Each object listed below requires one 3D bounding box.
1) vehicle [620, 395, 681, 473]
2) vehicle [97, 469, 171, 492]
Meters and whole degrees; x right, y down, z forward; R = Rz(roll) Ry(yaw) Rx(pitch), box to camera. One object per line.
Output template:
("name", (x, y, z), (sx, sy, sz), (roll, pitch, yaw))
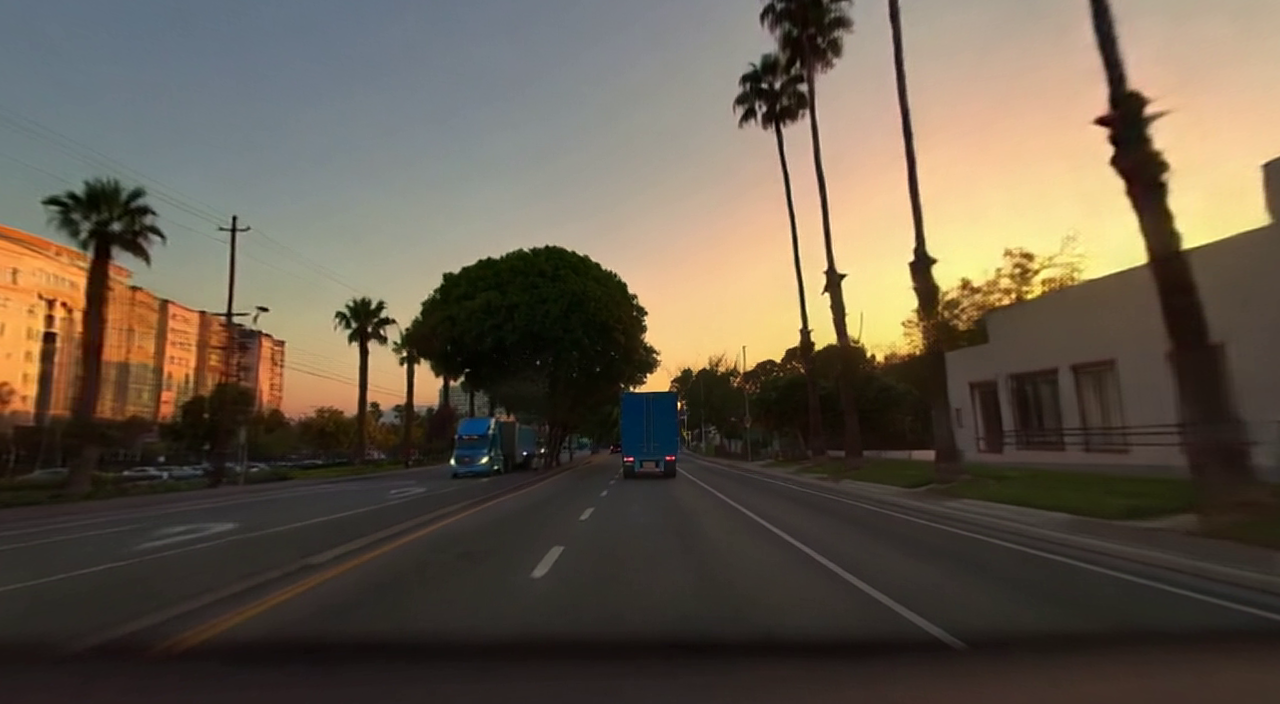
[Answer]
("vehicle", (0.345, 5.027, 37.822), (2.992, 3.949, 11.815), (0, -9, -2))
("vehicle", (-35.193, 8.931, 43.726), (3.645, 1.436, 1.673), (0, -9, 1))
